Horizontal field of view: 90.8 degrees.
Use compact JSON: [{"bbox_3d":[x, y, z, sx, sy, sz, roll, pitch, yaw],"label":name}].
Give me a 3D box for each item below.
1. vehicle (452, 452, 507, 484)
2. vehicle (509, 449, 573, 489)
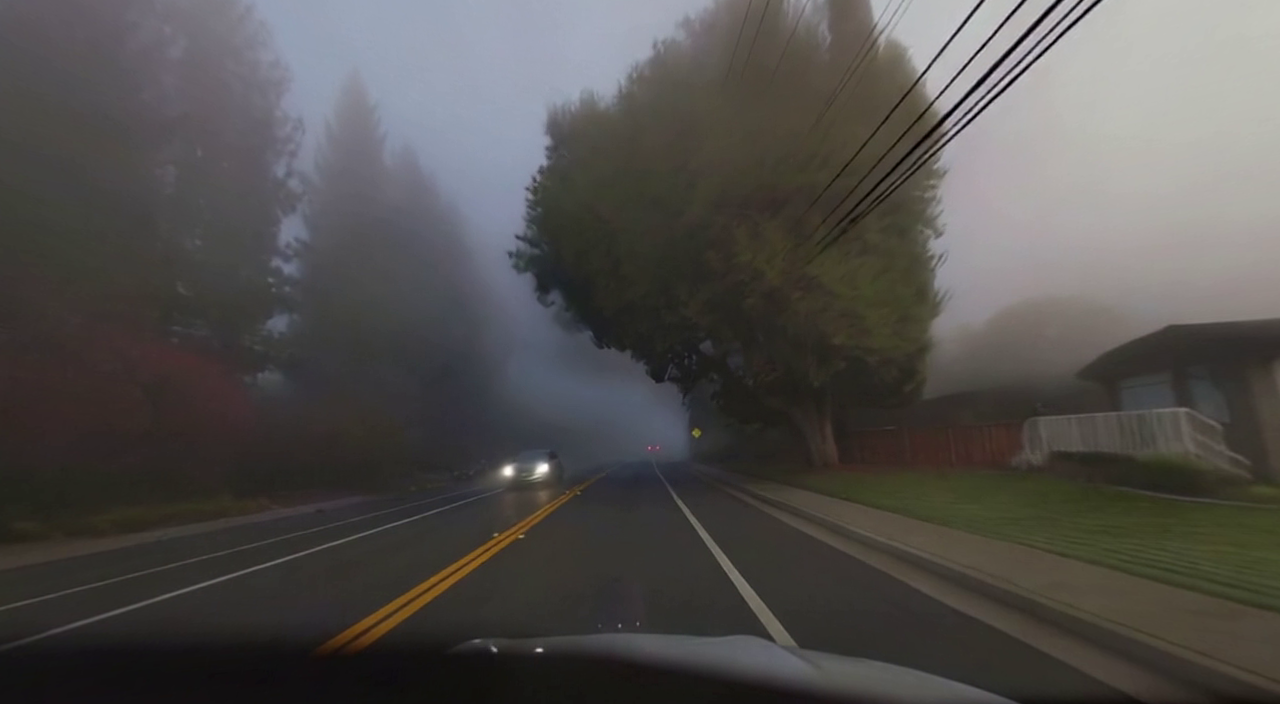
[{"bbox_3d":[-9.896,7.159,39.306,2.269,1.861,4.422,0,-9,0],"label":"vehicle"},{"bbox_3d":[-3.971,4.758,26.035,1.889,1.503,4.232,0,-9,1],"label":"vehicle"}]
